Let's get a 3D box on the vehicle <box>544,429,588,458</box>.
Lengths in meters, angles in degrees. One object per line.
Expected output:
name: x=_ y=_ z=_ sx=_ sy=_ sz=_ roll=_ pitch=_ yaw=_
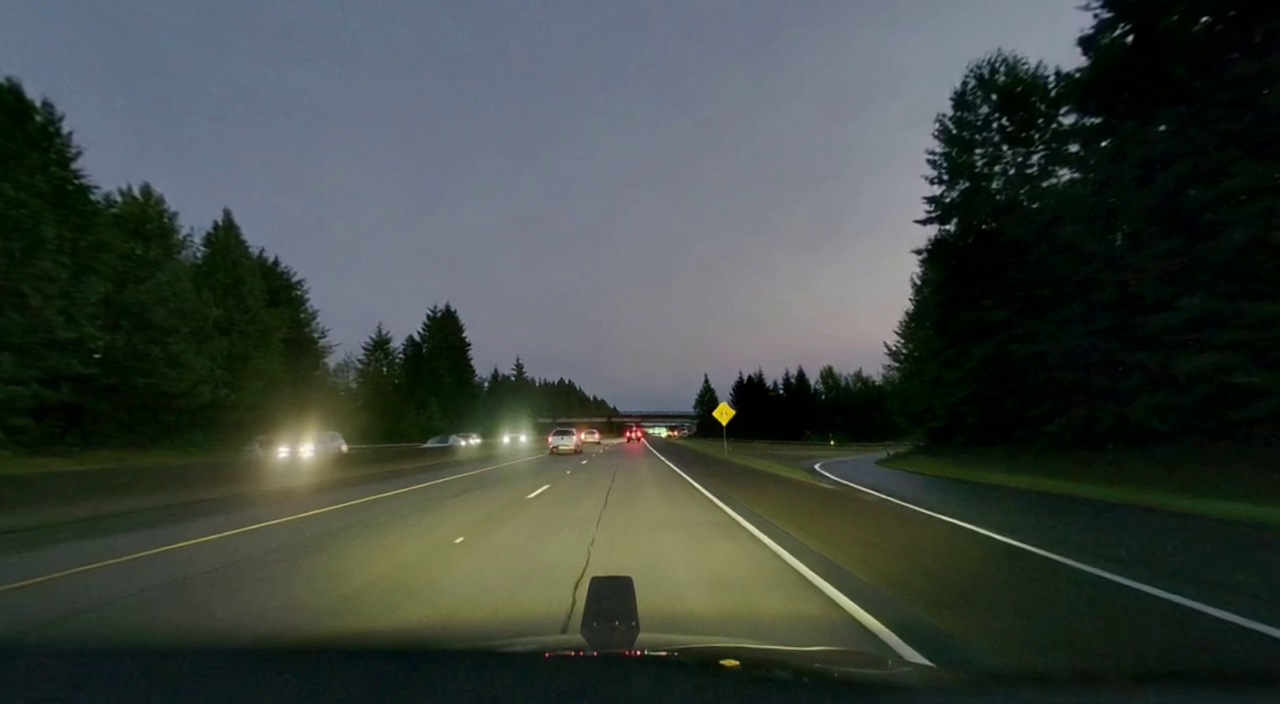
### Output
vehicle: x=-4.317 y=5.449 z=37.491 sx=2.169 sy=1.588 sz=4.264 roll=0 pitch=-8 yaw=-1

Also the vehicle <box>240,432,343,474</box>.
vehicle: x=-17.212 y=4.986 z=31.508 sx=2.015 sy=1.861 sz=5.531 roll=0 pitch=-8 yaw=-1

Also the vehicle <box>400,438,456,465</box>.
vehicle: x=-12.701 y=5.945 z=38.028 sx=1.981 sy=1.509 sz=4.269 roll=0 pitch=-8 yaw=0
